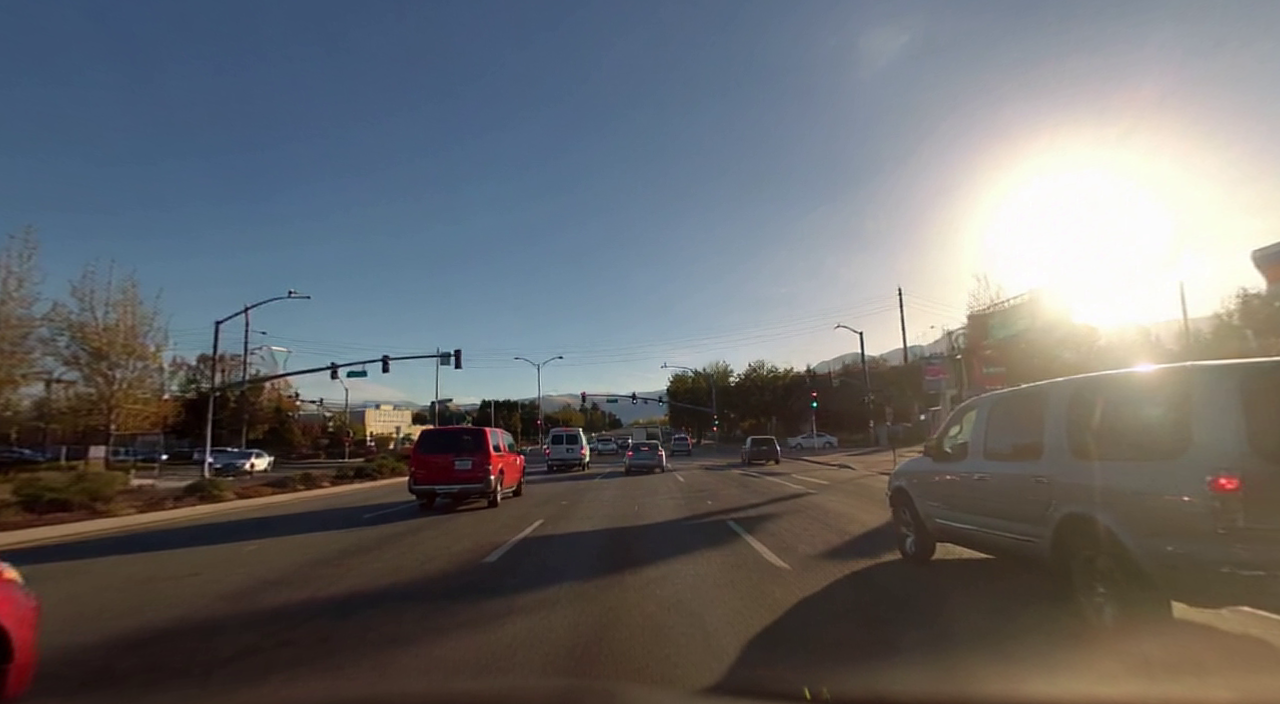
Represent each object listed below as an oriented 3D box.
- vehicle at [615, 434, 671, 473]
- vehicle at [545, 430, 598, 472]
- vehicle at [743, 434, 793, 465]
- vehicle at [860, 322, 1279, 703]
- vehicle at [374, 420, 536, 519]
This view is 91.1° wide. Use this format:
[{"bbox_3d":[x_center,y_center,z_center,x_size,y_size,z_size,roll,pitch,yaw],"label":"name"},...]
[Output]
[{"bbox_3d":[0.115,4.847,30.378,2.426,1.703,5.602,0,-8,0],"label":"vehicle"},{"bbox_3d":[-3.358,4.959,31.695,2.025,1.936,4.995,0,-8,1],"label":"vehicle"},{"bbox_3d":[7.363,5.618,36.484,2.119,1.696,4.623,0,-8,3],"label":"vehicle"},{"bbox_3d":[3.621,1.090,4.854,2.055,1.786,4.817,0,-8,0],"label":"vehicle"},{"bbox_3d":[-3.744,2.461,13.889,2.002,1.747,5.173,0,-8,0],"label":"vehicle"}]
